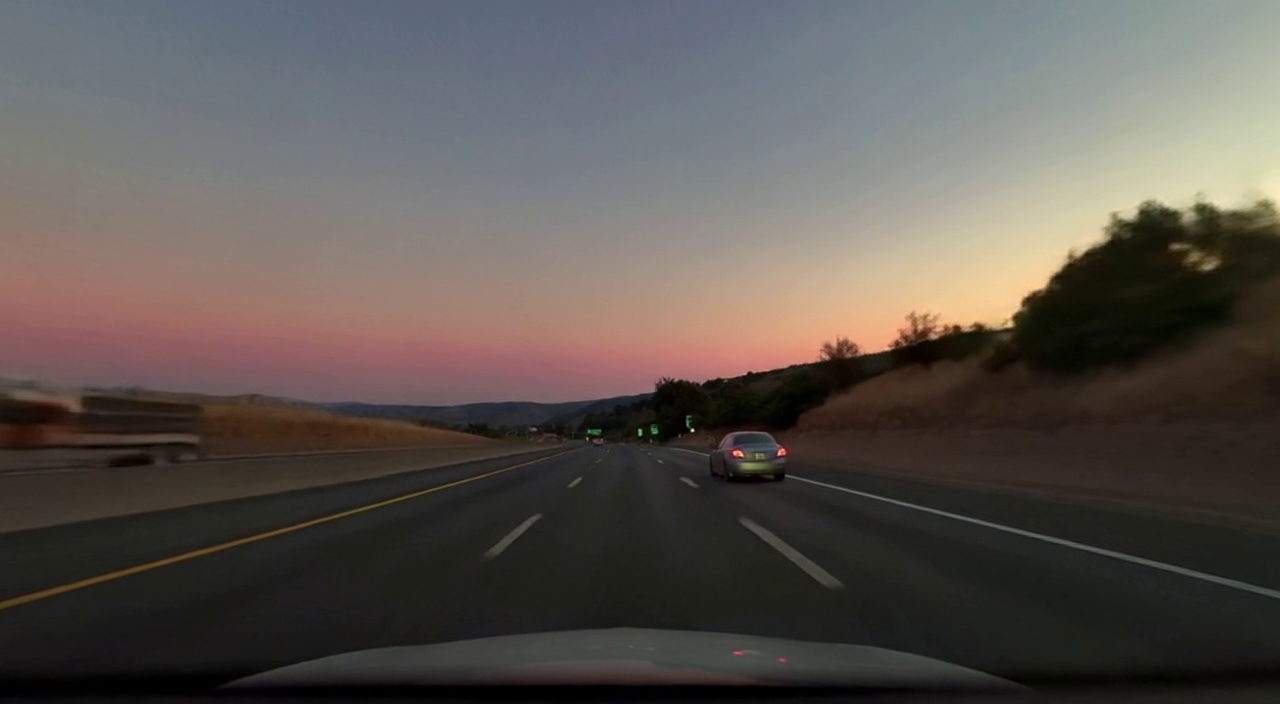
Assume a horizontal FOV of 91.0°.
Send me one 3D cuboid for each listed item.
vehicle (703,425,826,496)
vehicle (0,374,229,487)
[{"bbox_3d":[3.199,2.896,17.157,2.349,1.651,4.161,0,-8,-2],"label":"vehicle"},{"bbox_3d":[-20.612,3.193,25.116,2.807,3.733,8.204,0,-8,-1],"label":"vehicle"}]
